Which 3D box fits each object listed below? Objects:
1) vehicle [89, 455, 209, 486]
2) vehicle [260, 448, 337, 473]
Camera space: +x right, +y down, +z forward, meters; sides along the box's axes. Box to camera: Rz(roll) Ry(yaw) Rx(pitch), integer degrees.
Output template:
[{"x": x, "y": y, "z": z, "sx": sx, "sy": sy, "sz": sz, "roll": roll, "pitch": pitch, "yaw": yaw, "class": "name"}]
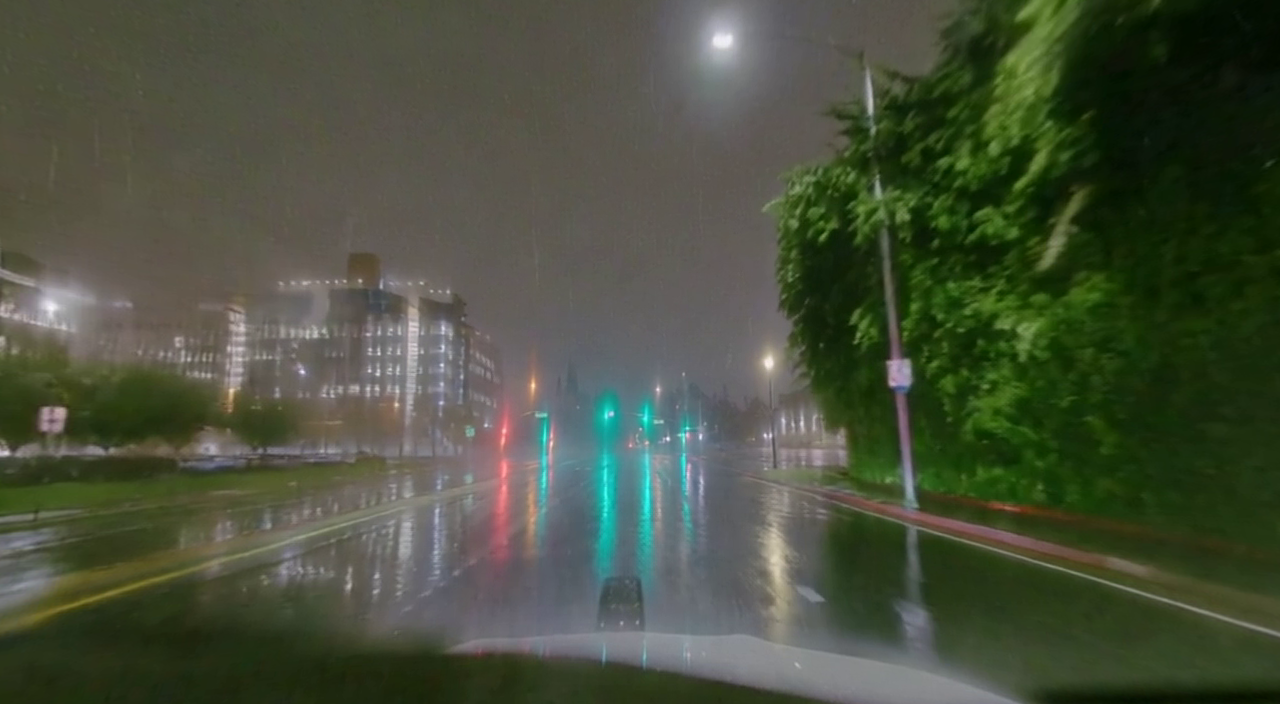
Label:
[{"x": -25.031, "y": 6.025, "z": 32.293, "sx": 4.417, "sy": 1.460, "sz": 2.076, "roll": 0, "pitch": -8, "yaw": 2, "class": "vehicle"}, {"x": -24.609, "y": 7.819, "z": 45.708, "sx": 4.377, "sy": 1.668, "sz": 1.977, "roll": 1, "pitch": -9, "yaw": -6, "class": "vehicle"}]
